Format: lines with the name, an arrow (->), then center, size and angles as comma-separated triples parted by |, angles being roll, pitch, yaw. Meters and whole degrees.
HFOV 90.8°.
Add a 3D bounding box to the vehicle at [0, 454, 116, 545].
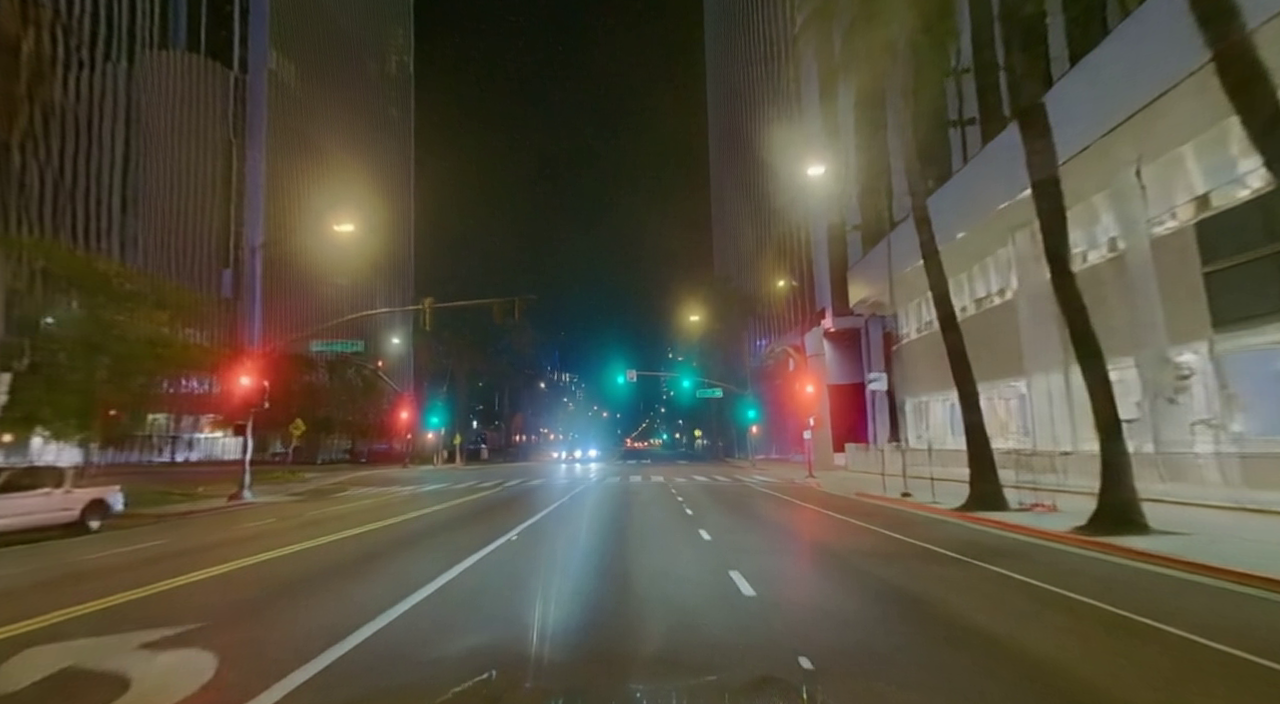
vehicle -> -13.202, 3.021, 12.697 | 1.913, 1.694, 4.462 | -5, -8, -6
